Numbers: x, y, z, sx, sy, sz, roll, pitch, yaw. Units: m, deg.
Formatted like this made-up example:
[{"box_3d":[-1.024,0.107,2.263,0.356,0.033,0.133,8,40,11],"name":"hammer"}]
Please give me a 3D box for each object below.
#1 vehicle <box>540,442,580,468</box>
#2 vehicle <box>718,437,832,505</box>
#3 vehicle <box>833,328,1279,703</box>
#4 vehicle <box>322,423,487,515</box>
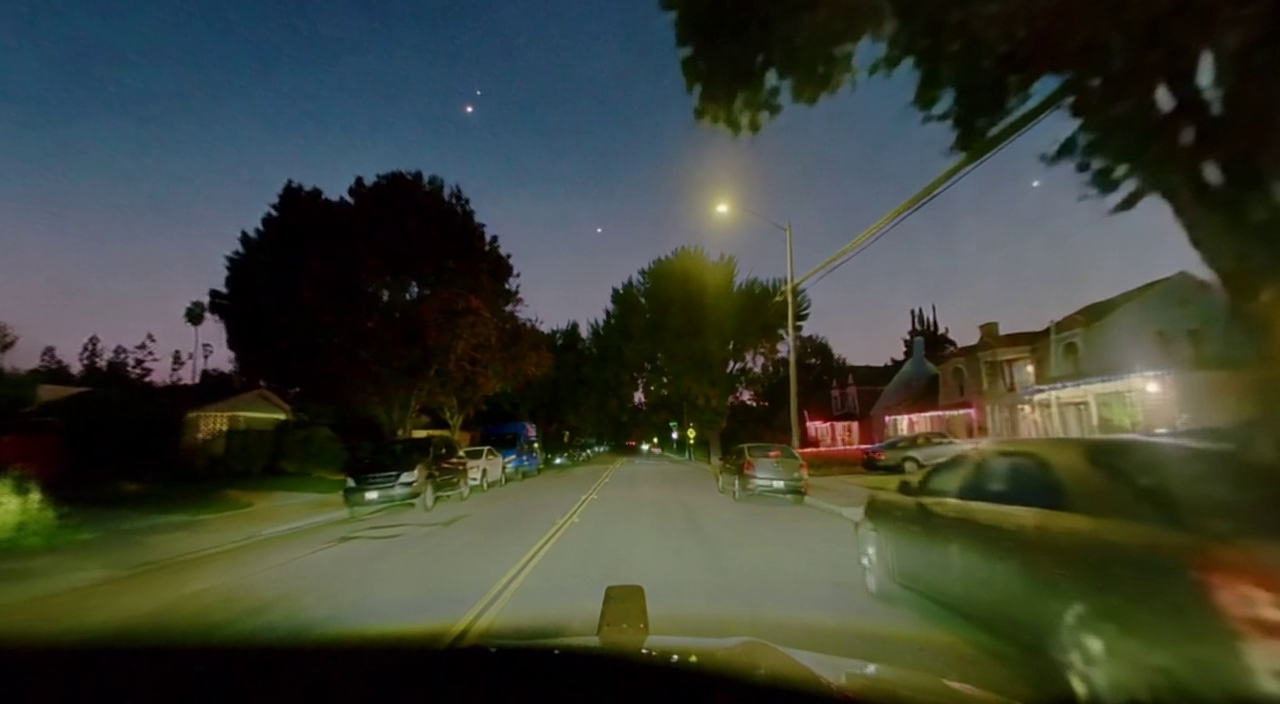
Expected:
[{"box_3d":[-5.097,6.642,40.852,2.038,1.571,4.524,0,-8,-1],"name":"vehicle"},{"box_3d":[3.337,3.013,16.543,1.945,1.514,4.552,0,-8,0],"name":"vehicle"},{"box_3d":[3.090,1.122,4.287,2.172,1.764,4.685,0,-8,1],"name":"vehicle"},{"box_3d":[-5.369,2.714,15.174,2.090,1.855,4.494,0,-8,2],"name":"vehicle"}]
